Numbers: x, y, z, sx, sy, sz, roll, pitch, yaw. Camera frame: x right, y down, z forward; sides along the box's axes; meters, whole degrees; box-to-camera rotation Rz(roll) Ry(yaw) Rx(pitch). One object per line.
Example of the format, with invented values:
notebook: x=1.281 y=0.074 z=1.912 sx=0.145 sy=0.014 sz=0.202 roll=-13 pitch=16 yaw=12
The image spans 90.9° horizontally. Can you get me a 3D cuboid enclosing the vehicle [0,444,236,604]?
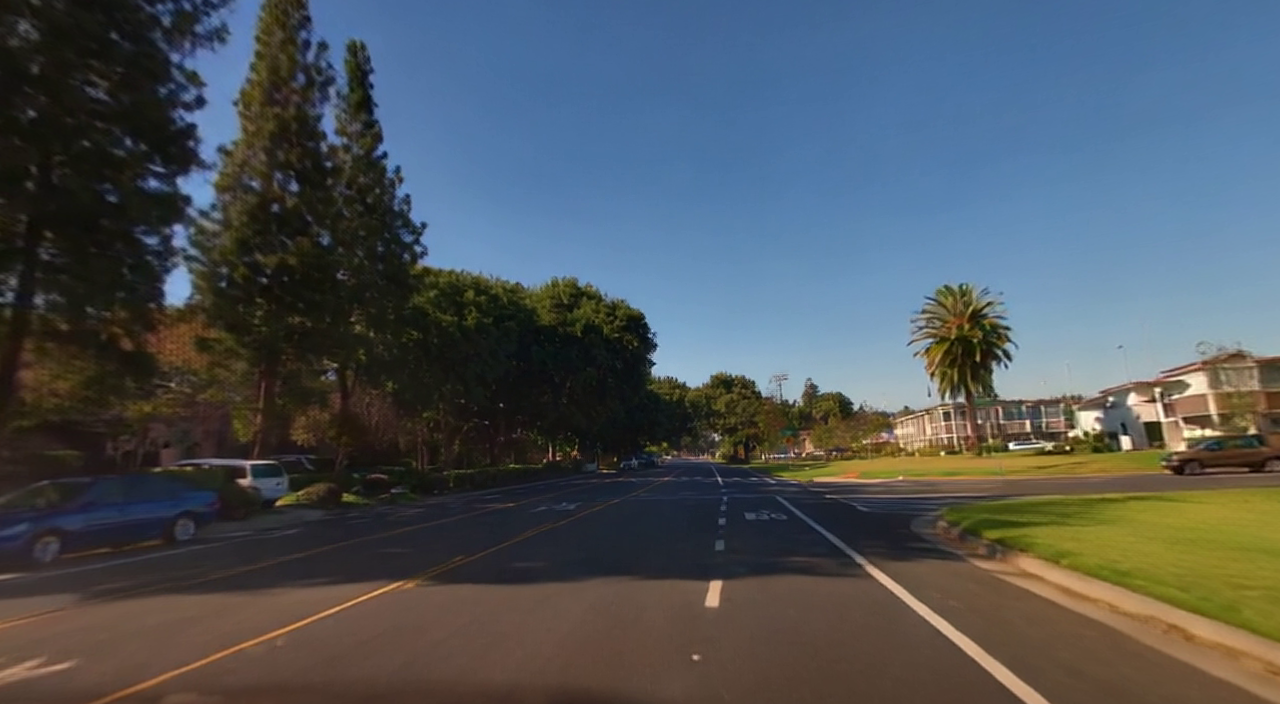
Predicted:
vehicle: x=-9.904 y=2.847 z=11.181 sx=2.087 sy=1.700 sz=4.467 roll=-5 pitch=-1 yaw=9

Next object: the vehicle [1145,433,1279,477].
vehicle: x=25.702 y=4.486 z=27.625 sx=4.955 sy=1.814 sz=2.166 roll=-1 pitch=-9 yaw=9
